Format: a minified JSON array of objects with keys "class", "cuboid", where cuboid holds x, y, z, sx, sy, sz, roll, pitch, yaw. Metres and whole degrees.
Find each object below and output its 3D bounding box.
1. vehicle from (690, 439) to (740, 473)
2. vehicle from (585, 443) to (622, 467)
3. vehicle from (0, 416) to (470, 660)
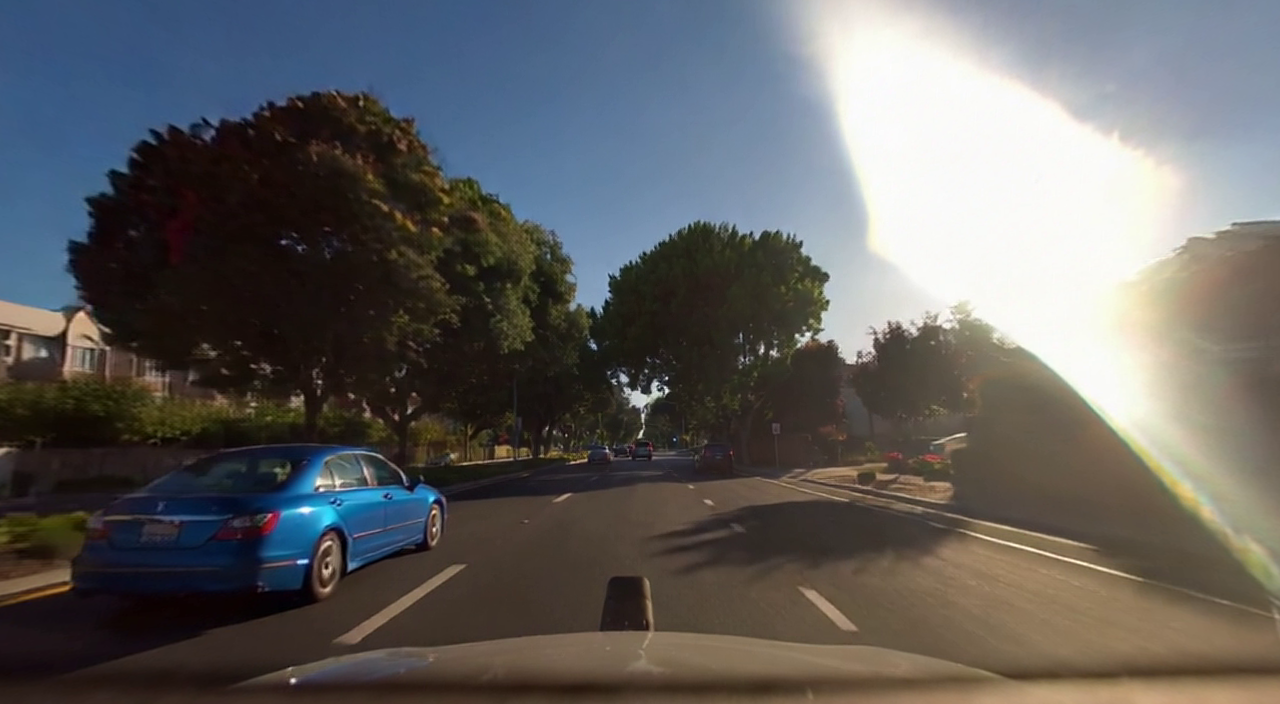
[{"class":"vehicle","cuboid":[3.969,5.579,34.023,2.182,1.688,4.187,0,-8,0]},{"class":"vehicle","cuboid":[-2.327,6.732,41.287,1.940,1.473,4.133,-1,-8,3]},{"class":"vehicle","cuboid":[-3.543,1.536,6.496,2.091,1.503,4.989,0,-8,1]}]
